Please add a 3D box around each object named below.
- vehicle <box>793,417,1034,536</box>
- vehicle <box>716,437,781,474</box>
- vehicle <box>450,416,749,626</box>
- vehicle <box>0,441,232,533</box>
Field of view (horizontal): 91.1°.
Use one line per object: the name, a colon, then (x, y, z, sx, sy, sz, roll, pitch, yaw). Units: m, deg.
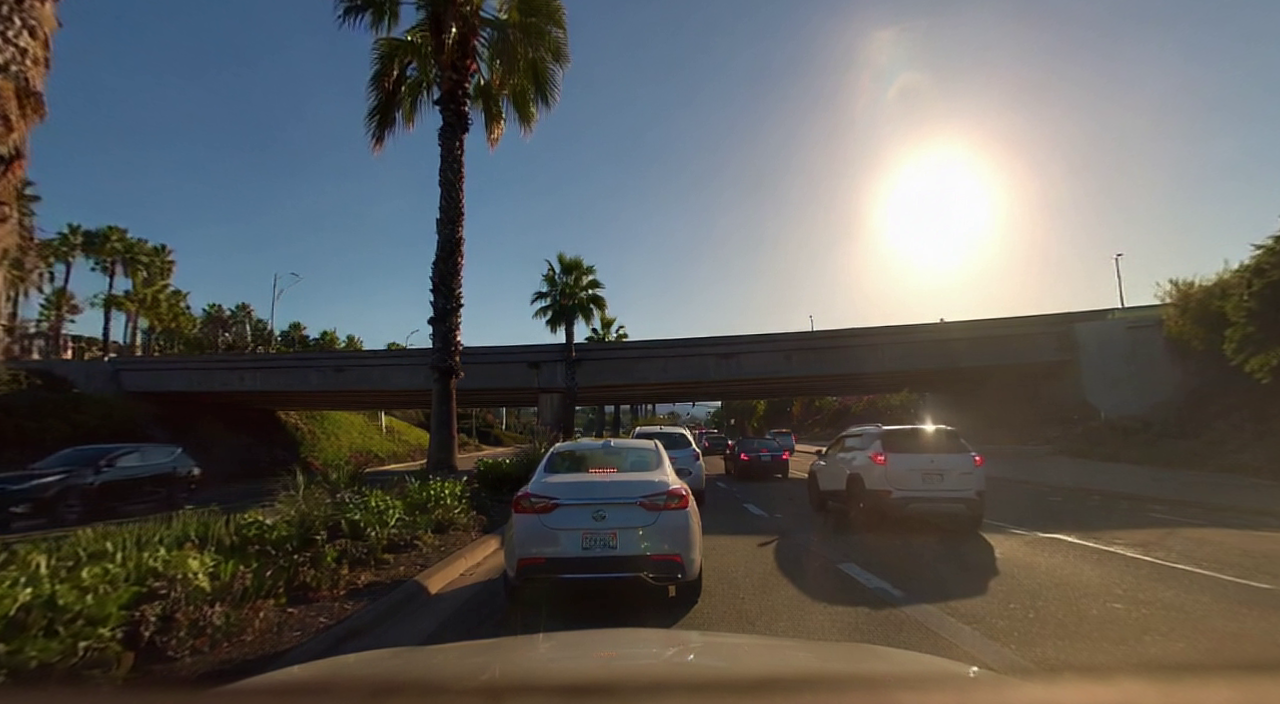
vehicle: (4.338, 2.063, 11.059, 2.149, 1.609, 4.807, 0, -9, 1)
vehicle: (4.691, 4.548, 27.824, 2.034, 1.517, 4.840, 0, -8, 1)
vehicle: (-0.230, 1.527, 6.639, 2.172, 1.506, 4.018, 0, -9, 2)
vehicle: (-11.709, 2.887, 14.117, 2.084, 1.704, 4.485, 0, -9, -1)
